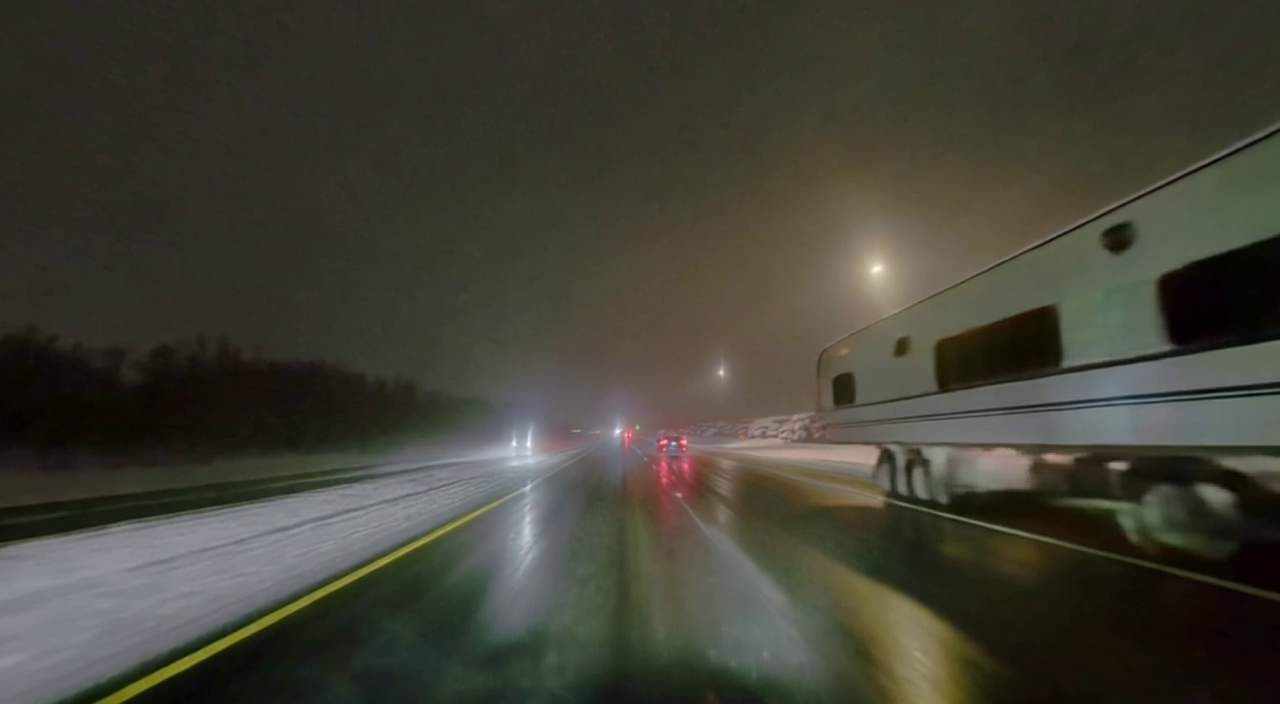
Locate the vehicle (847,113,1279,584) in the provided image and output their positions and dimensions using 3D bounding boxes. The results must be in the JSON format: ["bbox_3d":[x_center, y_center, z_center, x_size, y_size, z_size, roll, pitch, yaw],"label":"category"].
[{"bbox_3d":[7.126,0.556,9.910,2.937,4.119,14.096,0,-8,0],"label":"vehicle"}]

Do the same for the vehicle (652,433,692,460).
[{"bbox_3d":[1.818,5.575,37.266,2.037,1.504,4.248,0,-8,-2],"label":"vehicle"}]
